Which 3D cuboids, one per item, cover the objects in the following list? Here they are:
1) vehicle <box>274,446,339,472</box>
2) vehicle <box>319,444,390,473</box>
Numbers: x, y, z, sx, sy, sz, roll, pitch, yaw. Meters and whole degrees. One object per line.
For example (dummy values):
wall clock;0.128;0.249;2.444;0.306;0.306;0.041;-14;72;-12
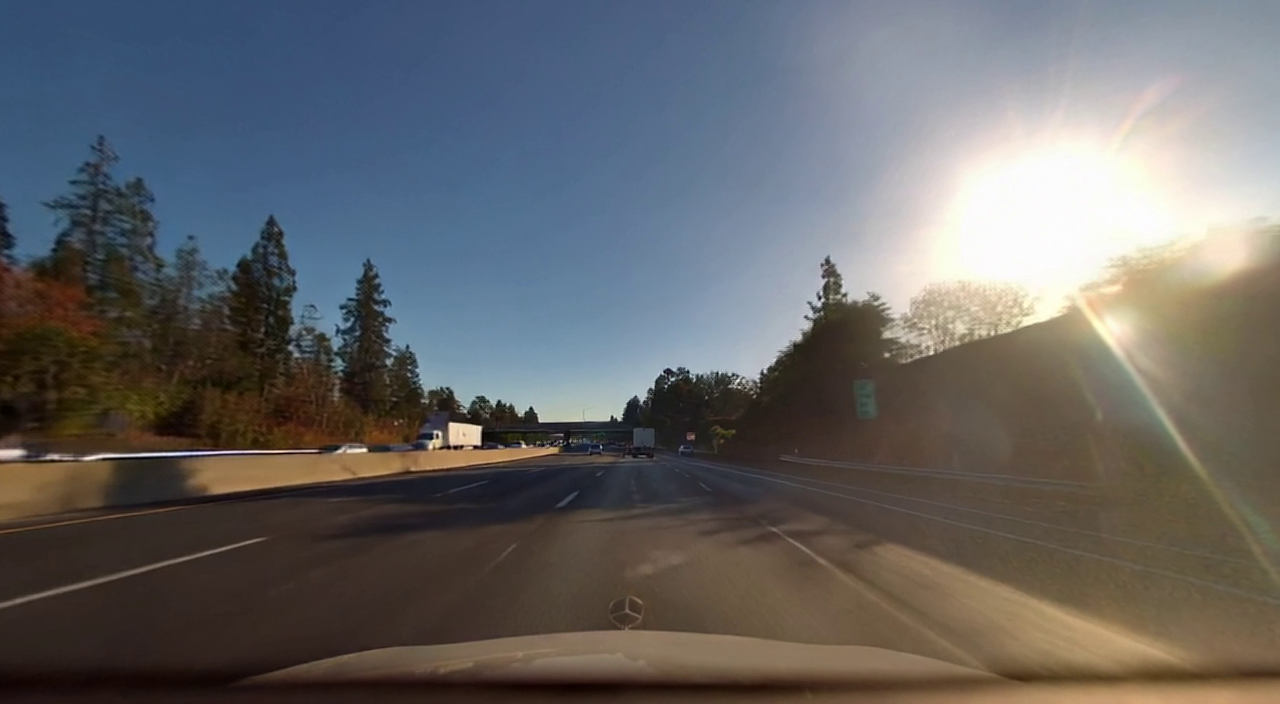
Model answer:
vehicle;-19.588;6.268;37.121;1.809;1.422;3.660;1;-8;0
vehicle;-15.993;5.948;35.456;2.131;1.493;3.900;0;-9;0
